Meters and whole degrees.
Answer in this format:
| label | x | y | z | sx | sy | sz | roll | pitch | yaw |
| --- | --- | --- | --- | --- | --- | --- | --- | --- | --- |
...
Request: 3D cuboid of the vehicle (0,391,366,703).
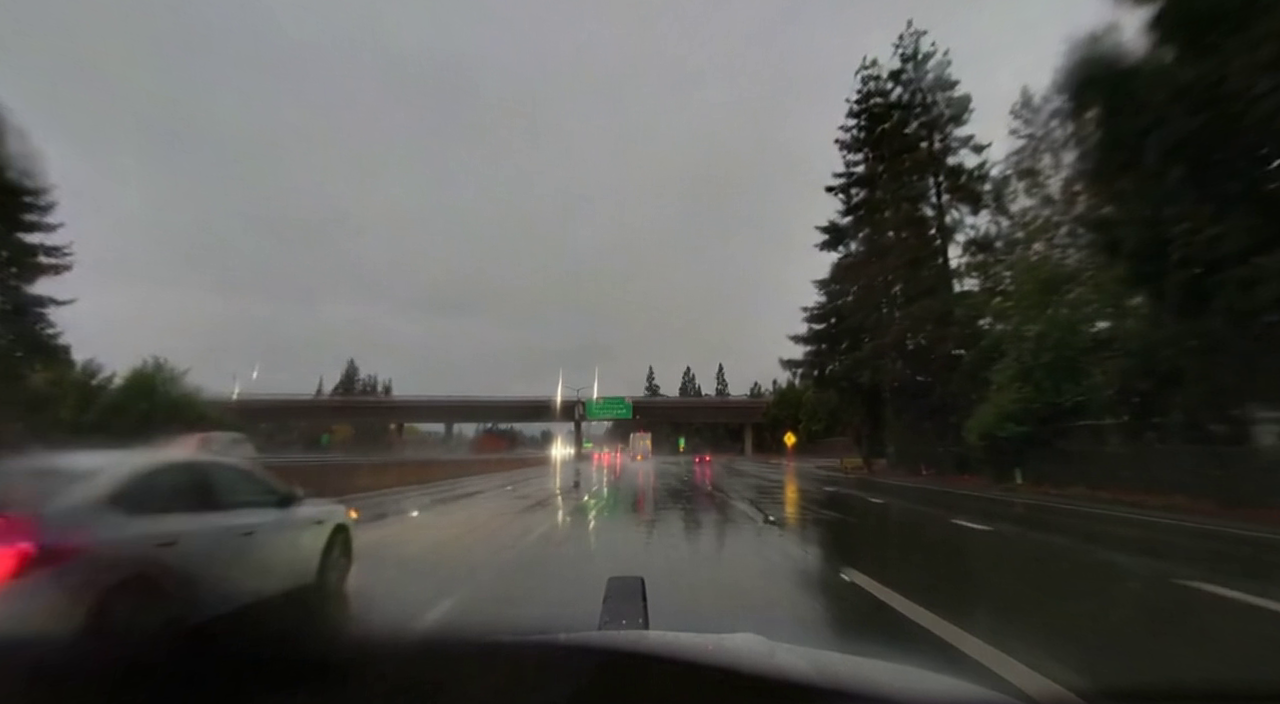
| label | x | y | z | sx | sy | sz | roll | pitch | yaw |
| --- | --- | --- | --- | --- | --- | --- | --- | --- | --- |
| vehicle | -3.782 | 1.182 | 4.084 | 2.070 | 1.564 | 4.145 | 0 | -9 | 1 |
